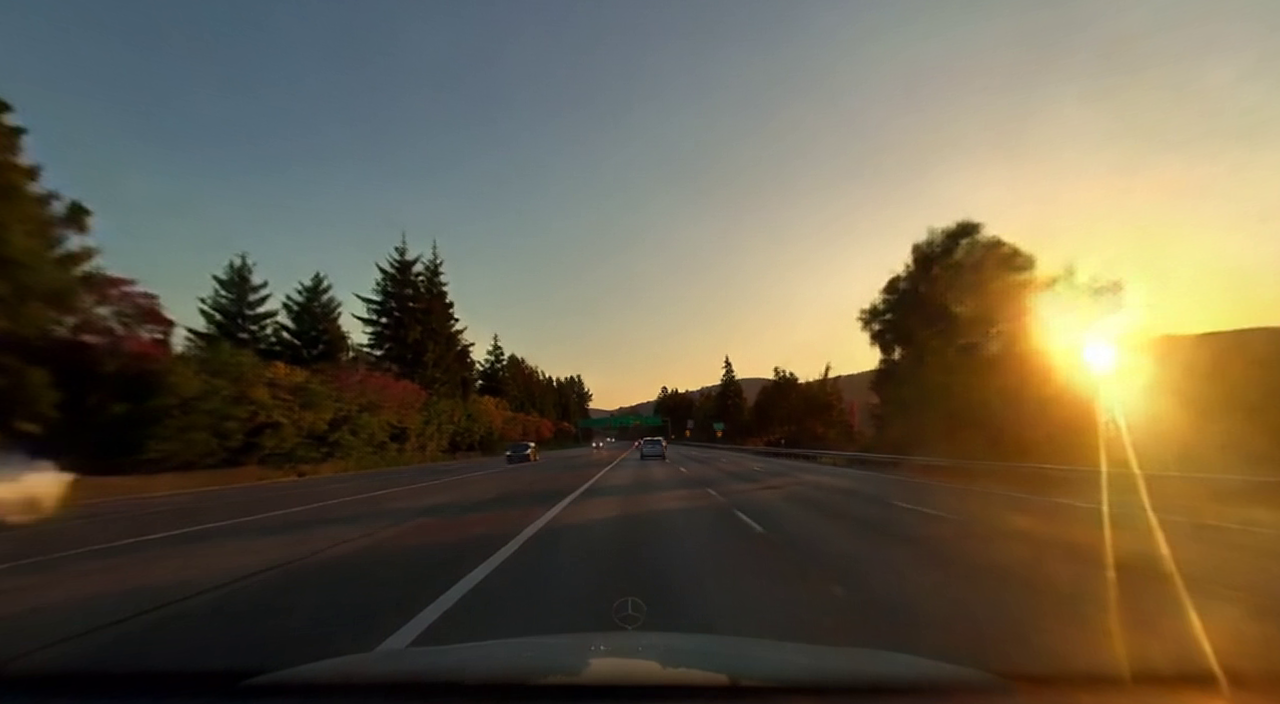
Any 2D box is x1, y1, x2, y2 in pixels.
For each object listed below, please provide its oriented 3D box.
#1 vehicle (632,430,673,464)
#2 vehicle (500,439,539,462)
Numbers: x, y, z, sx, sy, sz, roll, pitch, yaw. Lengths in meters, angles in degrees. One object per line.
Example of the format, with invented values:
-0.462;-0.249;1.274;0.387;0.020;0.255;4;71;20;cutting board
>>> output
0.723;5.691;37.815;2.301;1.944;4.554;0;-8;1;vehicle
-8.185;6.715;43.013;1.863;1.529;4.010;0;-8;1;vehicle
